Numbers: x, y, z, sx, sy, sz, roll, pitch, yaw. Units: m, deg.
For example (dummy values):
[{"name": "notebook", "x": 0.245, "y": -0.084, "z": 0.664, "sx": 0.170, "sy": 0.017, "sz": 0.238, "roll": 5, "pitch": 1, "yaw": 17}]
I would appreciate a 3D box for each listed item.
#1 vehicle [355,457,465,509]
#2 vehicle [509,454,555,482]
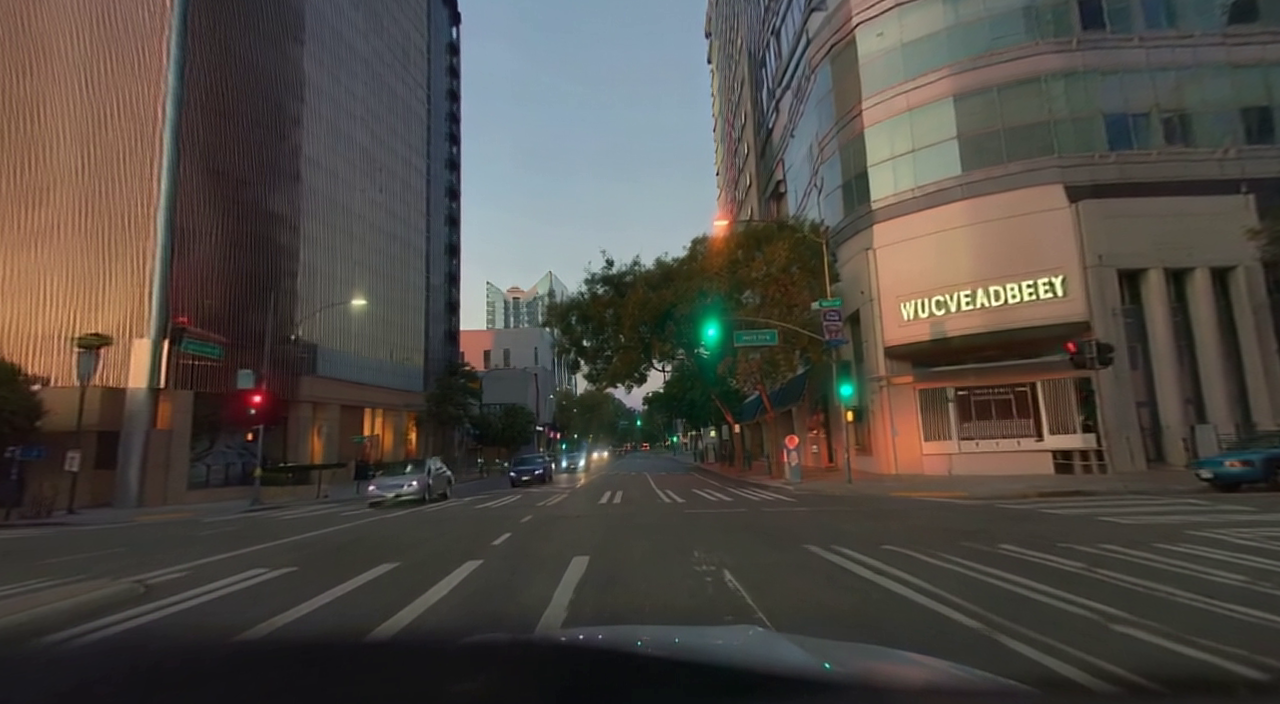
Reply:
[{"name": "vehicle", "x": -7.417, "y": 4.243, "z": 20.891, "sx": 1.893, "sy": 1.451, "sz": 4.276, "roll": 0, "pitch": -9, "yaw": 2}, {"name": "vehicle", "x": -6.535, "y": 7.076, "z": 38.685, "sx": 1.897, "sy": 1.537, "sz": 3.770, "roll": -1, "pitch": -9, "yaw": 4}]
